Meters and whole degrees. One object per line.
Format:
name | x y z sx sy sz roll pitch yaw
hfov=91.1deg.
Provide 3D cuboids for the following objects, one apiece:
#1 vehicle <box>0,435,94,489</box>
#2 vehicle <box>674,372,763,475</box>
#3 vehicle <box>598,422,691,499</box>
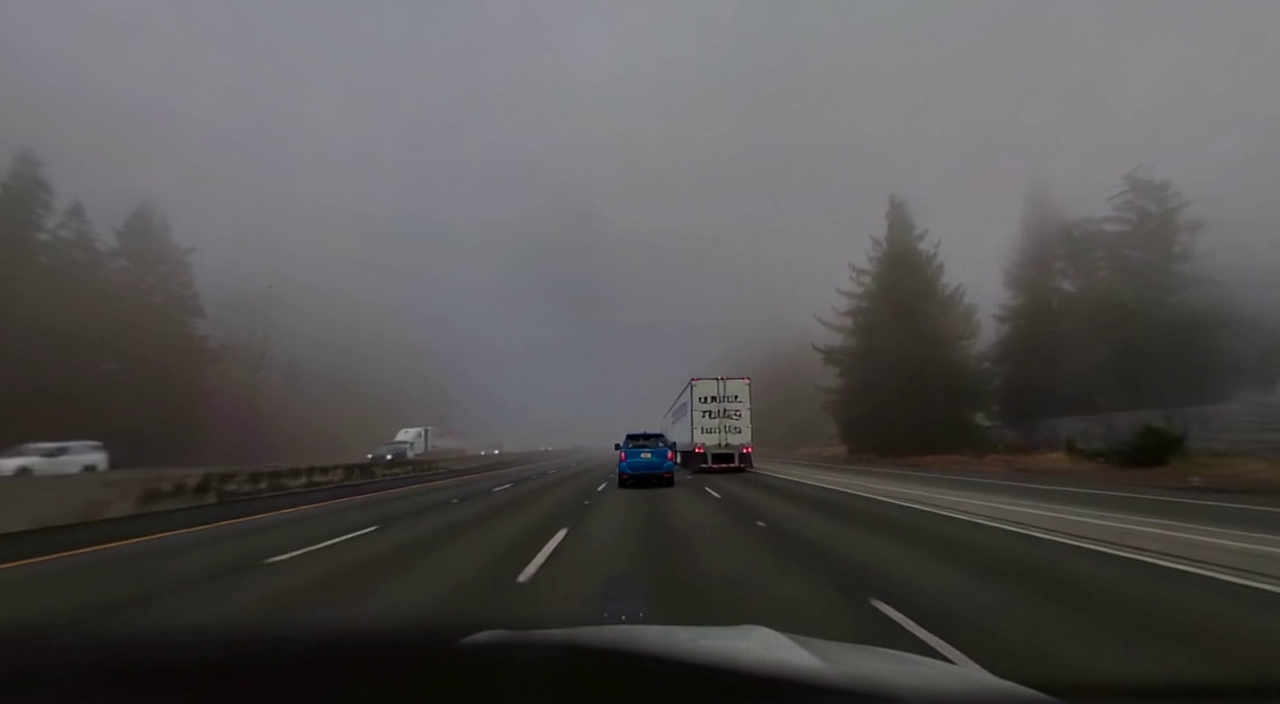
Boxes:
vehicle | -25.763 4.403 25.264 2.238 2.078 5.872 0 -8 1
vehicle | 3.582 4.044 33.251 2.909 4.135 15.820 0 -8 1
vehicle | 0.126 2.750 16.202 2.054 1.706 4.201 0 -8 1
